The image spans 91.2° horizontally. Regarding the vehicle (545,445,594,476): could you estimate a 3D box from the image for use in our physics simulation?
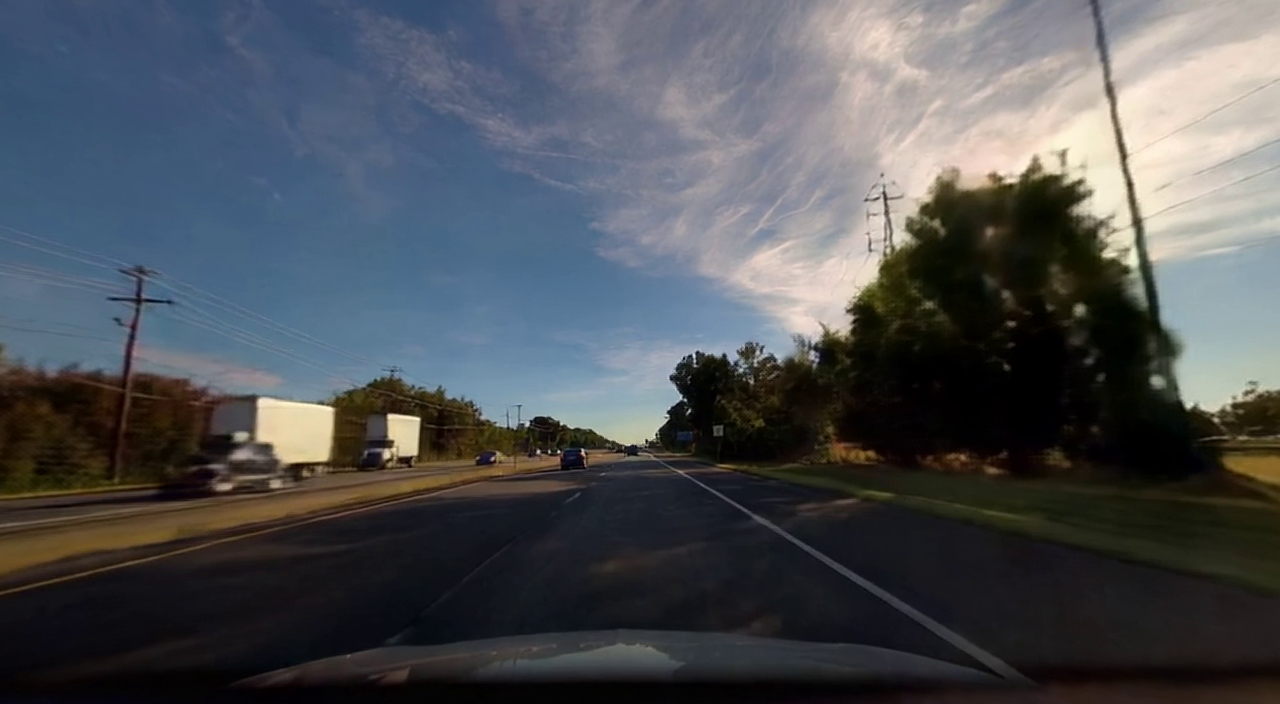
[{"bbox_3d":[-3.722,5.801,33.816,2.123,1.545,4.404,0,-9,0],"label":"vehicle"}]

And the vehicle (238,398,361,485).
[{"bbox_3d":[-17.081,4.596,32.034,2.960,3.980,5.841,0,-9,-1],"label":"vehicle"}]

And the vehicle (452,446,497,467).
[{"bbox_3d":[-12.382,7.855,47.247,2.162,1.491,4.265,0,-9,1],"label":"vehicle"}]

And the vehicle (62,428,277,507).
[{"bbox_3d":[-12.334,3.049,16.973,2.144,1.816,4.673,0,-9,0],"label":"vehicle"}]
